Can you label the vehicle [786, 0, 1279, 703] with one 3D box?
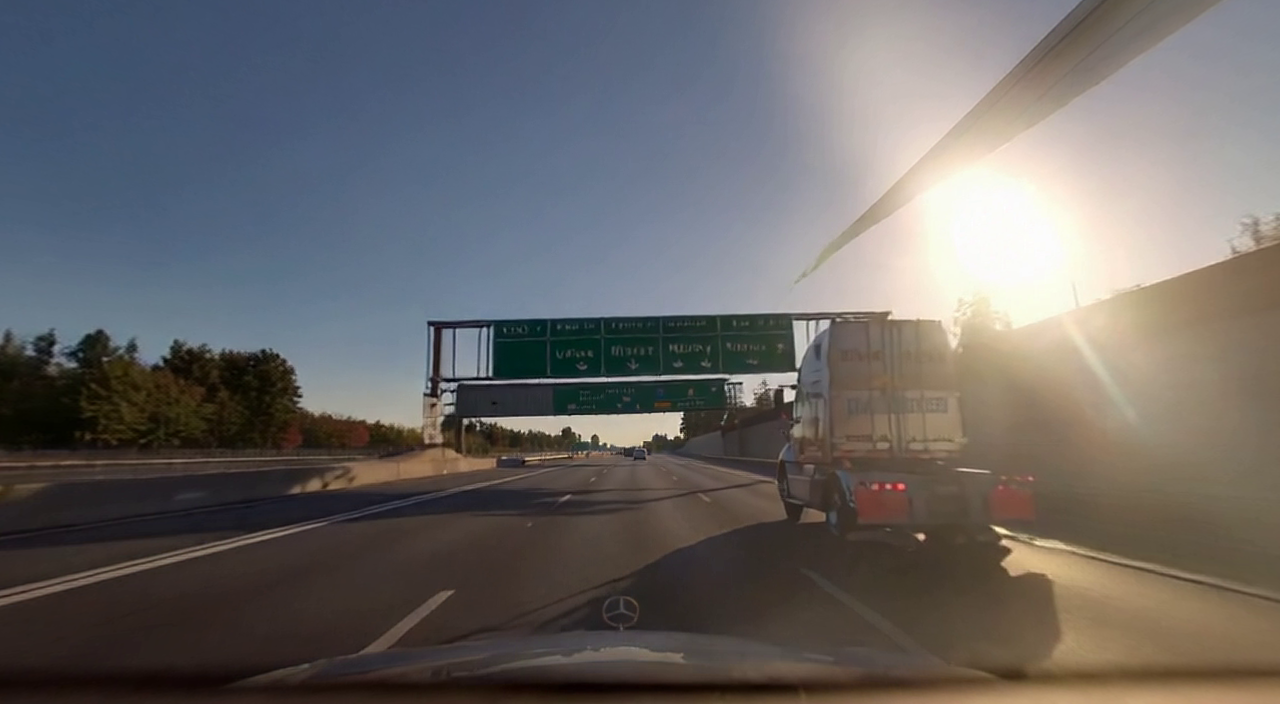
[{"bbox_3d":[4.024,0.232,5.143,3.027,3.989,10.585,0,-9,0],"label":"vehicle"}]
